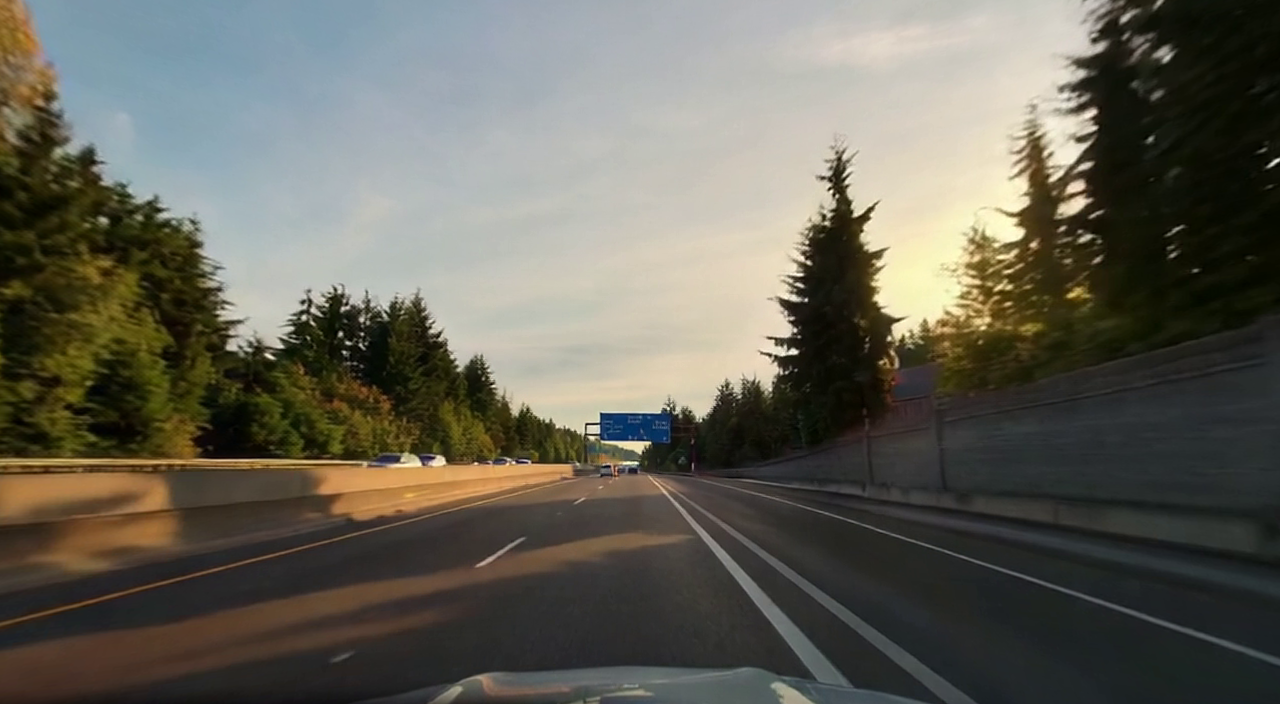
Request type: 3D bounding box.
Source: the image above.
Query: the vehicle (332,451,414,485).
[{"bbox_3d":[-12.523,5.498,29.906,1.850,1.425,4.441,1,-10,1],"label":"vehicle"}]

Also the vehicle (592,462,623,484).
[{"bbox_3d":[-2.485,9.452,49.417,2.168,1.561,4.588,1,-10,0],"label":"vehicle"}]
